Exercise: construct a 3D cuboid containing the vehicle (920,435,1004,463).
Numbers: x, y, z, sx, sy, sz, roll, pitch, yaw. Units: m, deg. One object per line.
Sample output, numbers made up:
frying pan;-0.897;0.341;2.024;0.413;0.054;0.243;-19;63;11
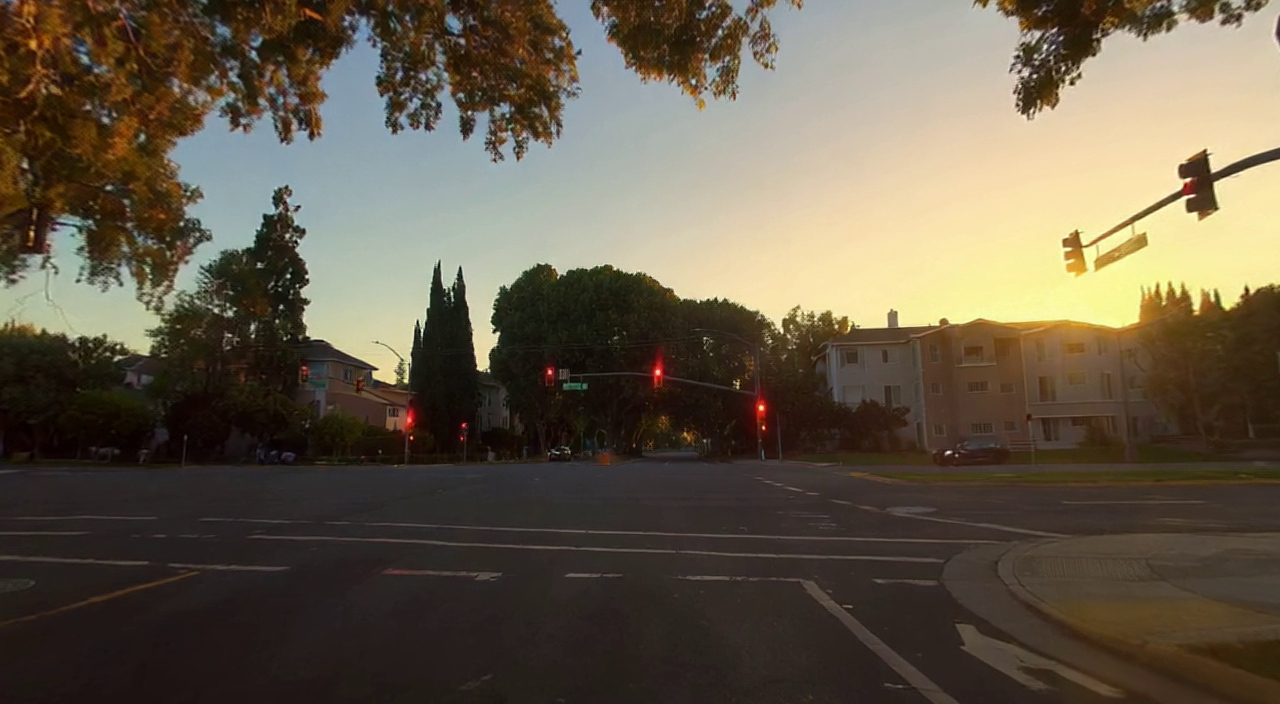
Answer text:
vehicle;17.766;5.389;34.949;3.952;1.468;1.768;-4;-9;22
